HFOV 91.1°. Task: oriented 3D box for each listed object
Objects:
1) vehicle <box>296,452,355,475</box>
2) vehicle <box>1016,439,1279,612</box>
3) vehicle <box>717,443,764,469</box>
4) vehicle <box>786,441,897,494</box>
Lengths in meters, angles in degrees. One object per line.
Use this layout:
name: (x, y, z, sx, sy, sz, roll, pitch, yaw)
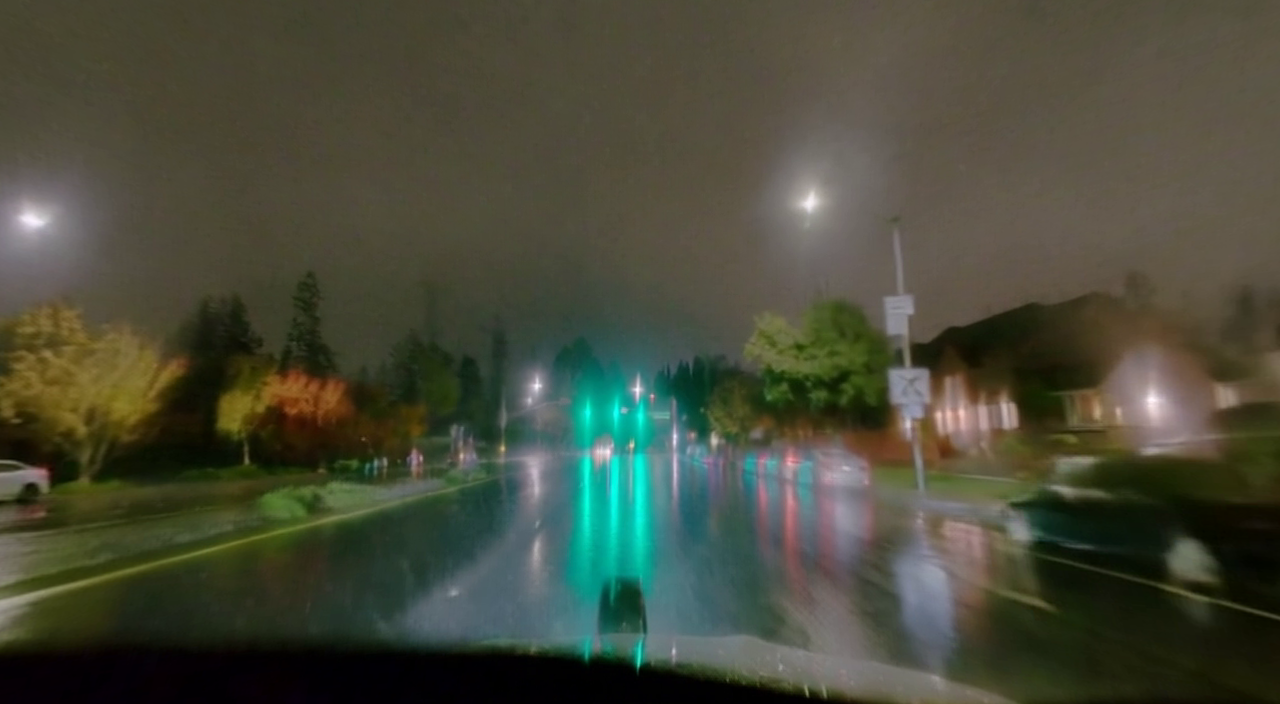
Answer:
vehicle: (-22.221, 7.848, 44.594, 1.902, 1.478, 4.755, 0, -9, -2)
vehicle: (6.325, 1.676, 6.689, 1.845, 1.446, 4.367, 0, -9, -1)
vehicle: (6.158, 6.442, 39.011, 1.945, 1.481, 4.421, 0, -9, -3)
vehicle: (6.338, 3.684, 20.423, 1.922, 1.494, 4.772, 0, -9, -2)
